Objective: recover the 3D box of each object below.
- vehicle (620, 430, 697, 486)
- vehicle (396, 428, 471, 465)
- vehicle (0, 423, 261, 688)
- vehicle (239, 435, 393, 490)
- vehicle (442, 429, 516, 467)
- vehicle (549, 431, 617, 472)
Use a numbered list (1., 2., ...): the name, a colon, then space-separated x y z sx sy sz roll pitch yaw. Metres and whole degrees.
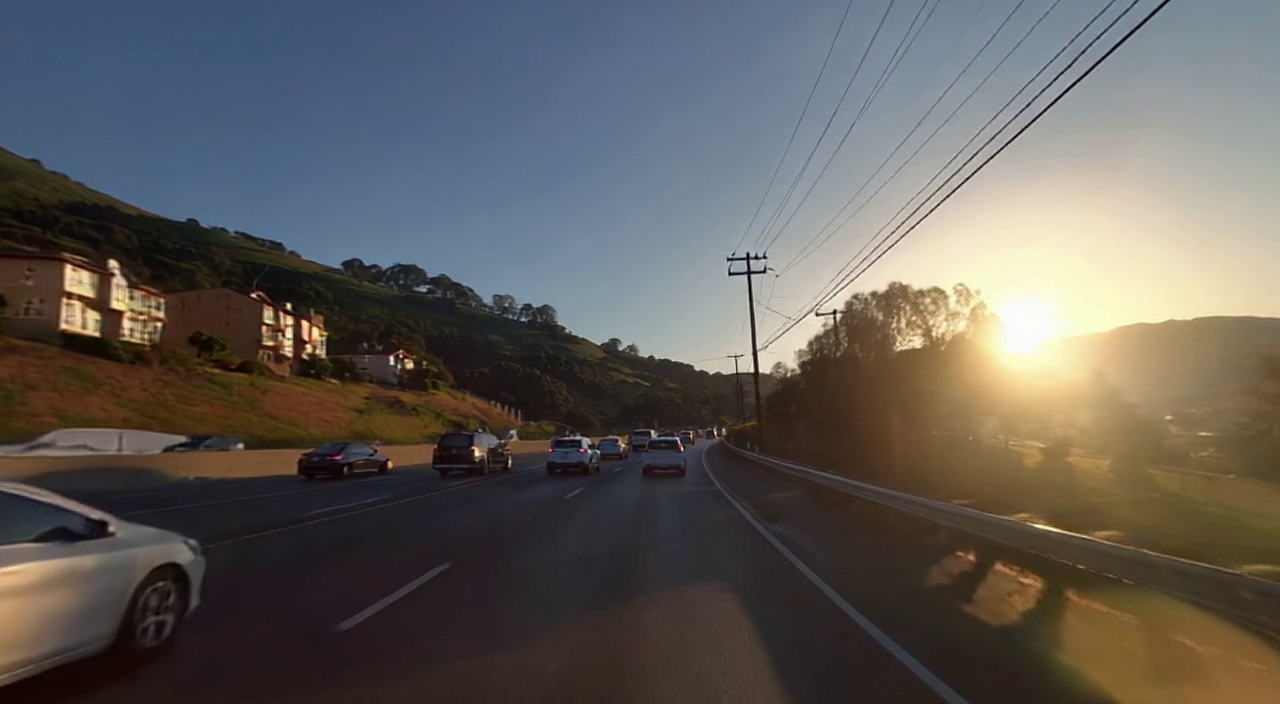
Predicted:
1. vehicle: 0.611 3.194 19.231 2.109 1.495 3.935 -1 -8 3
2. vehicle: -11.755 5.443 36.357 2.105 1.971 4.868 -1 -8 8
3. vehicle: -4.599 1.134 3.453 1.956 1.478 4.789 0 -8 2
4. vehicle: -9.623 3.304 19.243 1.959 1.469 4.450 -1 -8 7
5. vehicle: -8.191 4.941 32.541 2.080 1.833 4.461 -1 -8 9
6. vehicle: -2.378 4.335 27.726 2.121 1.639 4.383 -1 -8 6
